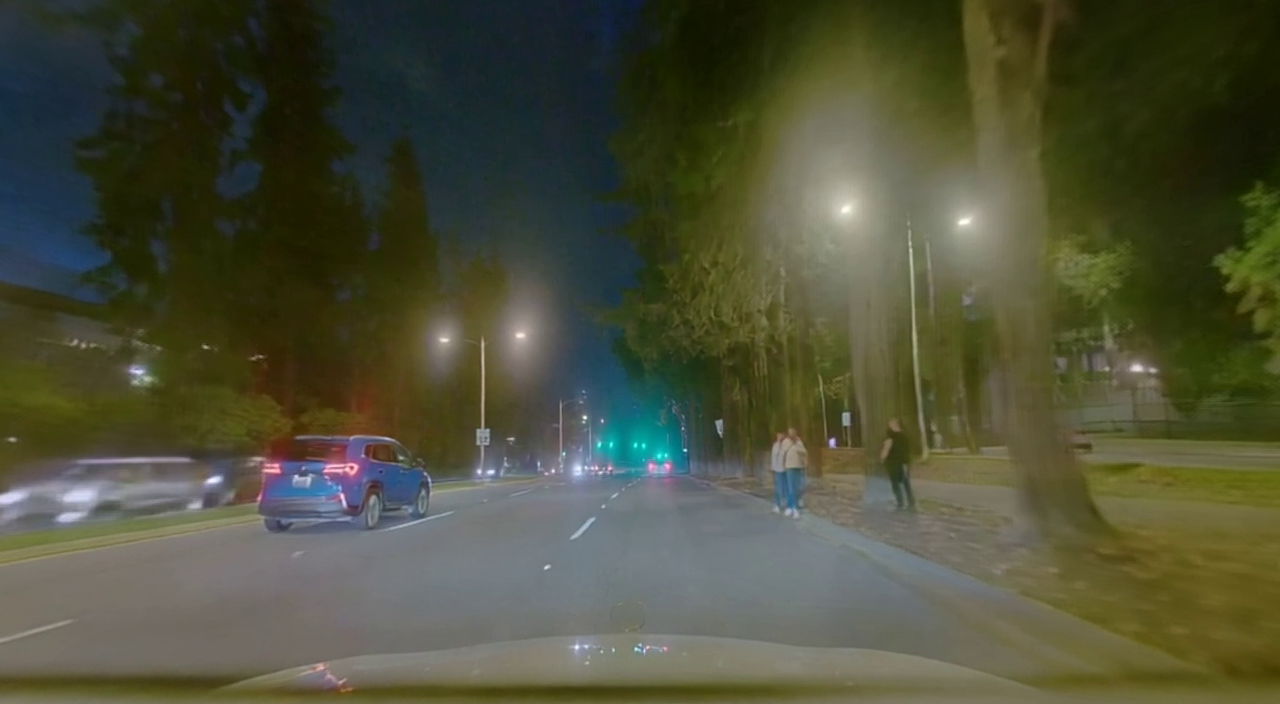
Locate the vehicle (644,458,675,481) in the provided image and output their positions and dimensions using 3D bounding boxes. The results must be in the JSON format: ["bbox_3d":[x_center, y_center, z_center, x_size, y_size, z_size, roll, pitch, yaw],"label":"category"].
[{"bbox_3d":[1.376,8.373,45.182,2.091,1.494,3.962,0,-9,0],"label":"vehicle"}]

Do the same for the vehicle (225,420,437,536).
[{"bbox_3d":[-5.867,2.450,12.731,2.027,1.908,4.273,-1,-9,1],"label":"vehicle"}]

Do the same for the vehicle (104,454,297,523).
[{"bbox_3d":[-11.966,3.697,17.722,2.064,1.515,5.056,0,-8,-4],"label":"vehicle"}]

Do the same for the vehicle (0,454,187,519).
[{"bbox_3d":[-15.728,3.767,18.190,1.997,1.603,4.404,0,-9,0],"label":"vehicle"}]
